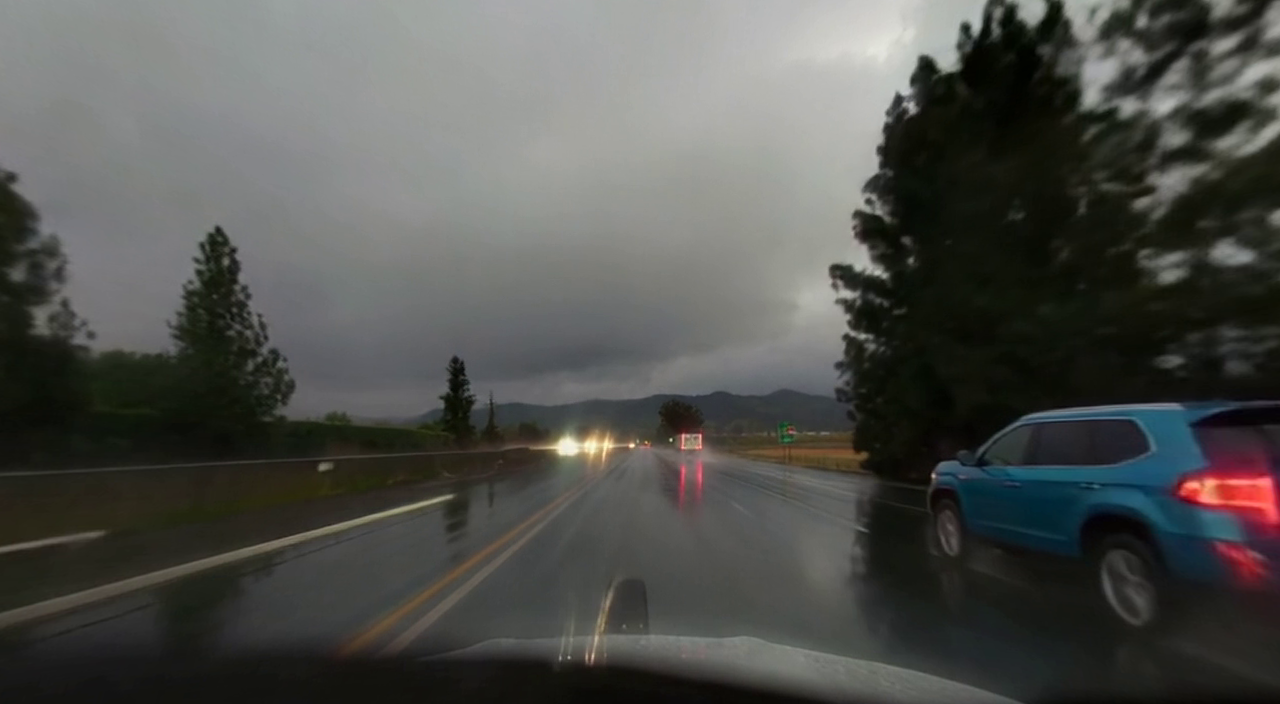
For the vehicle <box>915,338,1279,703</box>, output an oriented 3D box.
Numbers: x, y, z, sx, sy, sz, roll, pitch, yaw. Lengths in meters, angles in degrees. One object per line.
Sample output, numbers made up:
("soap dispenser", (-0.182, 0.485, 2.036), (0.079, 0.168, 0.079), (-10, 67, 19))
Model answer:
("vehicle", (3.995, 0.984, 3.899), (2.070, 1.799, 5.584), (0, -8, 0))
